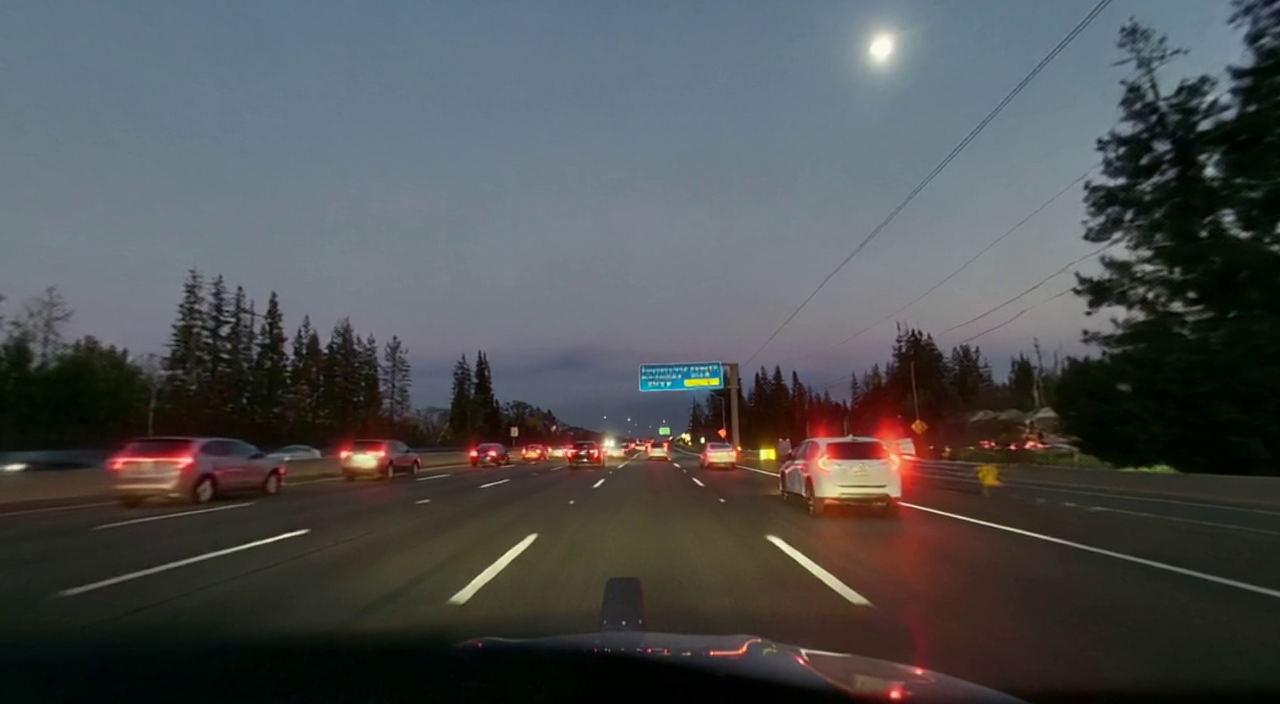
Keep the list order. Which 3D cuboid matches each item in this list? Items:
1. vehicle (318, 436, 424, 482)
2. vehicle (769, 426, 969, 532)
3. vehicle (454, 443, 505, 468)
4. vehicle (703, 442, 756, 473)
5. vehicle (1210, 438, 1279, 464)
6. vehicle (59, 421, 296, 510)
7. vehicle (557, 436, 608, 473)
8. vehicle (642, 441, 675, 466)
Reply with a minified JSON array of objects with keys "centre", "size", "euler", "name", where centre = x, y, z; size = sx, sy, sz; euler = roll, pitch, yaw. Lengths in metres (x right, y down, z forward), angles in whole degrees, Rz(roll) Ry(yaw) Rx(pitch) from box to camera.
[{"centre":[-10.635,4.252,25.388],"size":[2.137,1.690,4.630],"euler":[0,-8,1],"name":"vehicle"},{"centre":[3.916,2.235,11.757],"size":[2.036,1.580,4.360],"euler":[0,-8,-1],"name":"vehicle"},{"centre":[-10.268,6.635,40.705],"size":[1.926,1.479,4.688],"euler":[0,-8,1],"name":"vehicle"},{"centre":[4.530,5.410,32.725],"size":[2.022,1.472,4.678],"euler":[0,-8,0],"name":"vehicle"},{"centre":[36.432,5.830,37.258],"size":[3.835,1.440,1.678],"euler":[0,-8,-1],"name":"vehicle"},{"centre":[-10.716,2.656,15.230],"size":[2.083,1.776,4.721],"euler":[0,-8,1],"name":"vehicle"},{"centre":[-2.949,5.397,33.367],"size":[2.133,1.775,4.530],"euler":[0,-8,1],"name":"vehicle"},{"centre":[1.234,7.012,43.779],"size":[2.220,1.575,4.332],"euler":[0,-8,0],"name":"vehicle"}]
